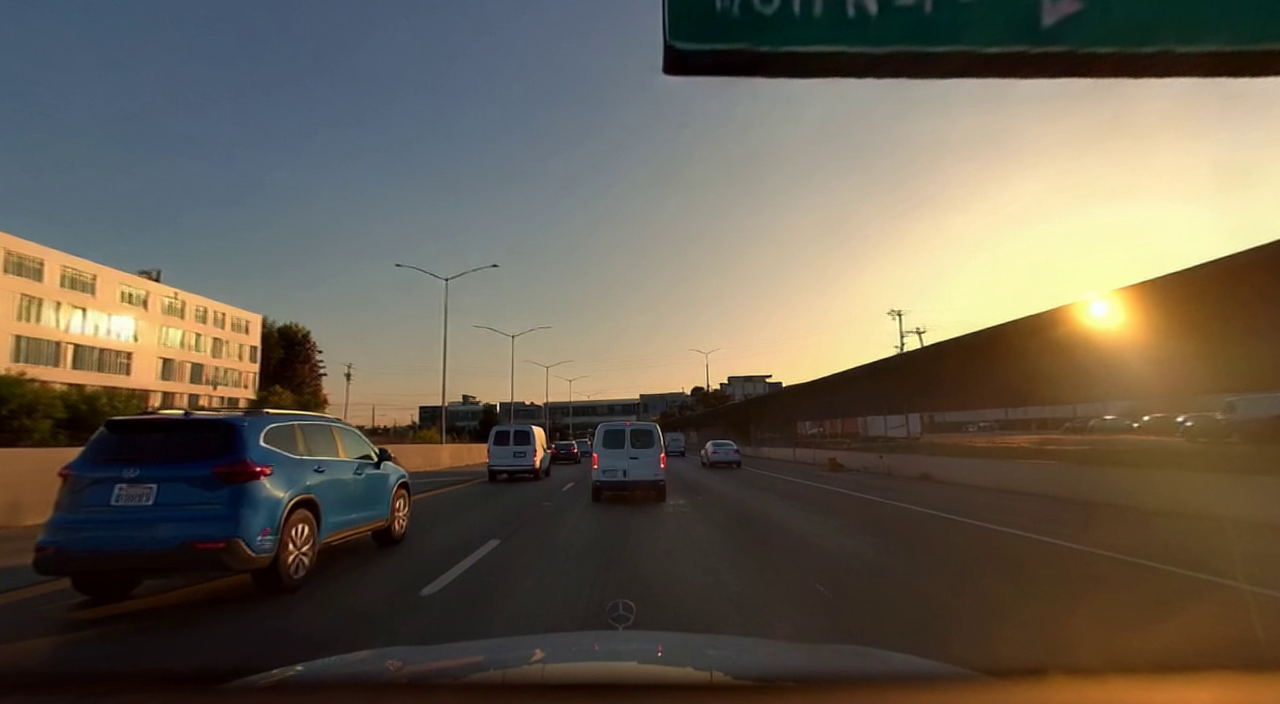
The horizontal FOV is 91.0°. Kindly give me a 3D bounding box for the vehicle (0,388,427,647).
[{"bbox_3d":[-3.888,1.406,6.419,1.972,1.703,4.333,0,-8,-1],"label":"vehicle"}]

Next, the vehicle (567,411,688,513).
[{"bbox_3d":[-0.291,2.411,14.293,2.304,1.925,4.282,0,-8,-1],"label":"vehicle"}]

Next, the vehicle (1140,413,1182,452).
[{"bbox_3d":[30.806,4.769,37.242,1.480,2.238,1.864,-6,-10,33],"label":"vehicle"}]

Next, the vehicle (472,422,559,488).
[{"bbox_3d":[-3.990,3.382,20.932,2.038,1.936,4.300,0,-8,-1],"label":"vehicle"}]

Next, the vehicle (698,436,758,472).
[{"bbox_3d":[3.880,4.579,28.425,1.999,1.494,3.833,0,-8,-2],"label":"vehicle"}]

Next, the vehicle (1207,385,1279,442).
[{"bbox_3d":[36.296,3.612,36.266,2.528,3.094,4.804,-1,-8,1],"label":"vehicle"}]
